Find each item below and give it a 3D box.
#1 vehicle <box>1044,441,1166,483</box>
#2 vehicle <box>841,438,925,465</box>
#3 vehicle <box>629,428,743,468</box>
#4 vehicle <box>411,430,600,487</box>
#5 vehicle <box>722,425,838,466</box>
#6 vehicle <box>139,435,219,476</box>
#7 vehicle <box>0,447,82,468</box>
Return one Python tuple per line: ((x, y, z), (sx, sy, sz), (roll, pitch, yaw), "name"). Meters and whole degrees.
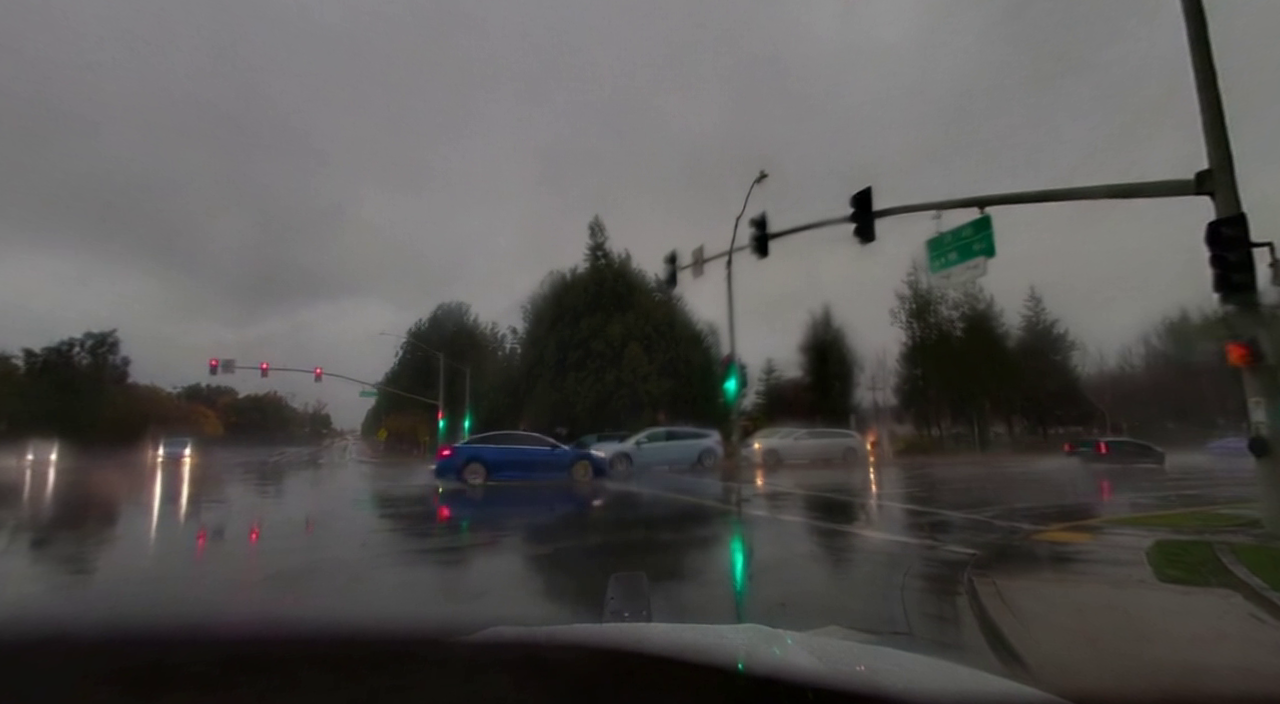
((17.251, 4.014, 23.338), (4.425, 1.366, 1.865), (4, -9, -29), "vehicle")
((13.877, 5.645, 35.918), (4.457, 1.429, 1.862), (4, -9, -26), "vehicle")
((1.945, 4.043, 26.729), (4.483, 1.589, 1.852), (4, -9, -26), "vehicle")
((-3.636, 2.922, 17.445), (4.686, 1.425, 2.018), (-2, -8, 12), "vehicle")
((7.350, 4.927, 33.077), (5.791, 1.964, 2.199), (5, -9, -26), "vehicle")
((-22.521, 4.972, 30.662), (2.450, 1.807, 5.332), (7, -11, -41), "vehicle")
((-44.282, 7.734, 46.227), (4.589, 1.462, 1.953), (0, -8, -5), "vehicle")
